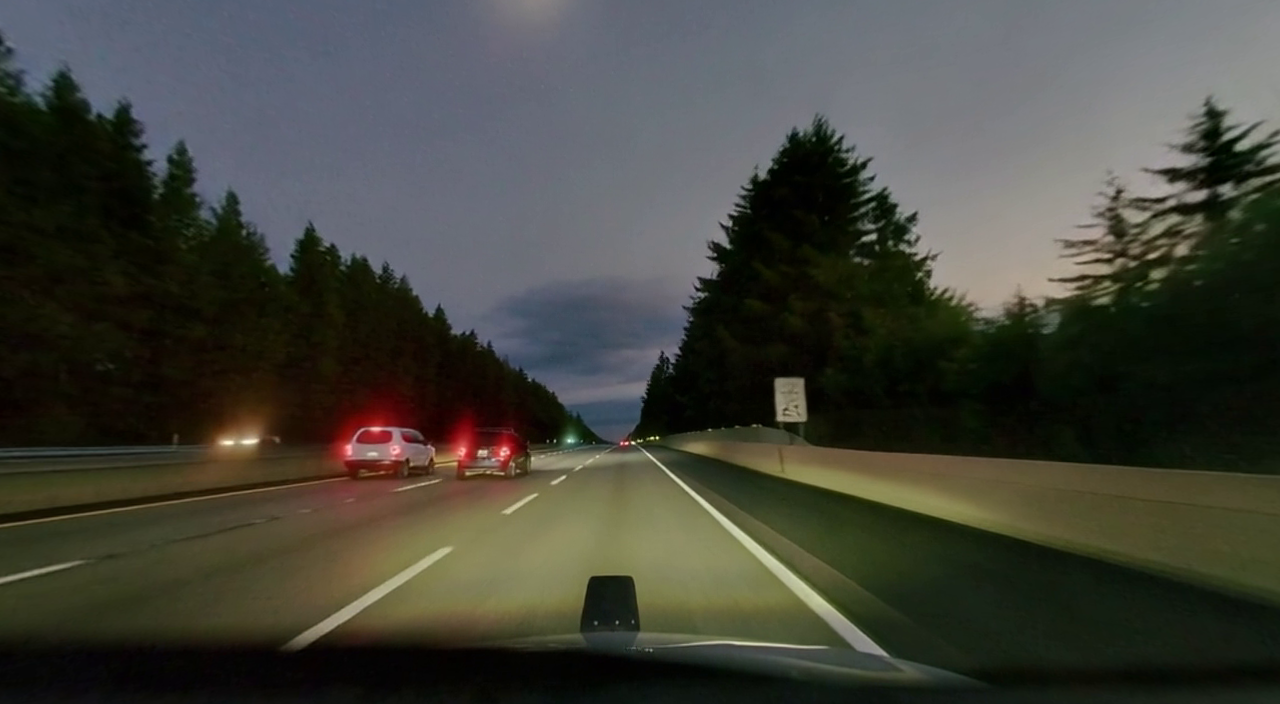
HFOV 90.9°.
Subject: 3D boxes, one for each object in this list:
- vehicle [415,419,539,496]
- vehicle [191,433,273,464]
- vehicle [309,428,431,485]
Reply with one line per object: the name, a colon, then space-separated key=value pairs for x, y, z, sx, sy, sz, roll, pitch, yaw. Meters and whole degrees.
vehicle: x=-3.889 y=2.565 z=15.812 sx=2.034 sy=1.675 sz=4.080 roll=0 pitch=-7 yaw=-1
vehicle: x=-20.054 y=4.732 z=31.130 sx=1.739 sy=1.432 sz=3.528 roll=0 pitch=-8 yaw=-2
vehicle: x=-8.074 y=3.127 z=19.274 sx=2.000 sy=1.552 sz=3.946 roll=0 pitch=-8 yaw=-1
